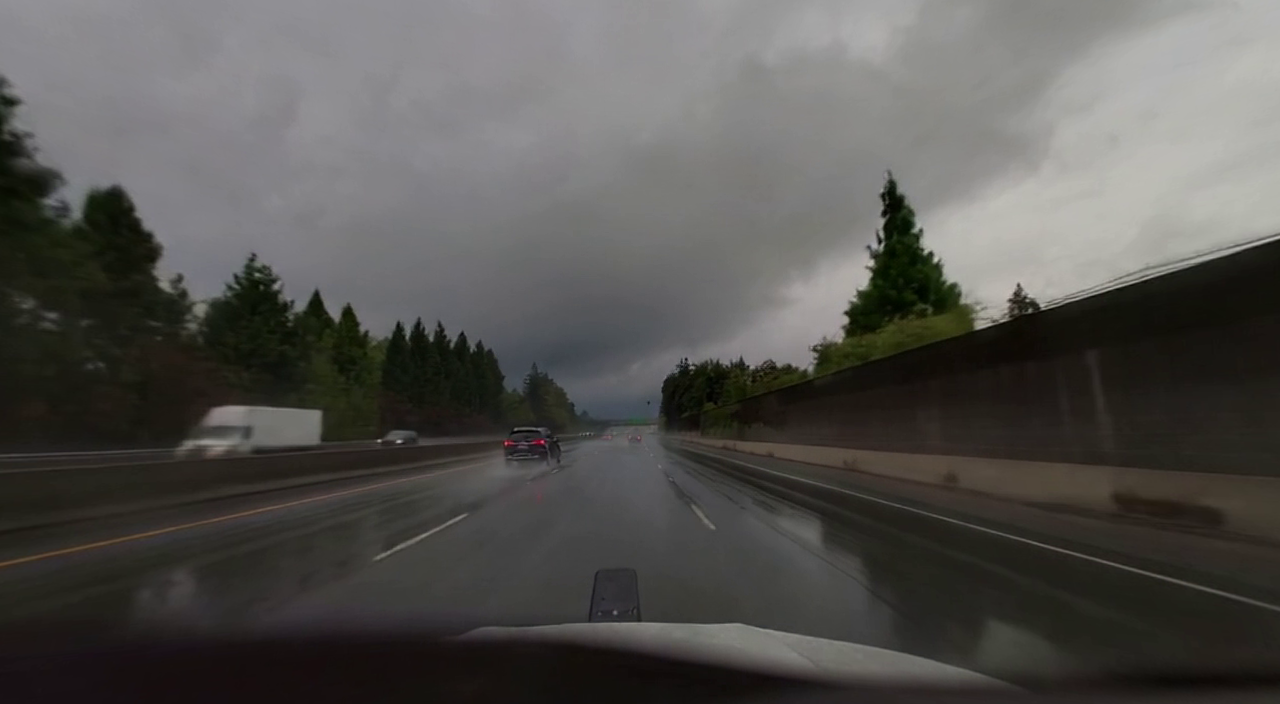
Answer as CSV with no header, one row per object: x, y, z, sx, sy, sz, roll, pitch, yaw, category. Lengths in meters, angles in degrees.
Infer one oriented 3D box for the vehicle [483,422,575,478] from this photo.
-3.665,3.346,21.842,2.306,1.730,4.606,0,-8,1,vehicle
